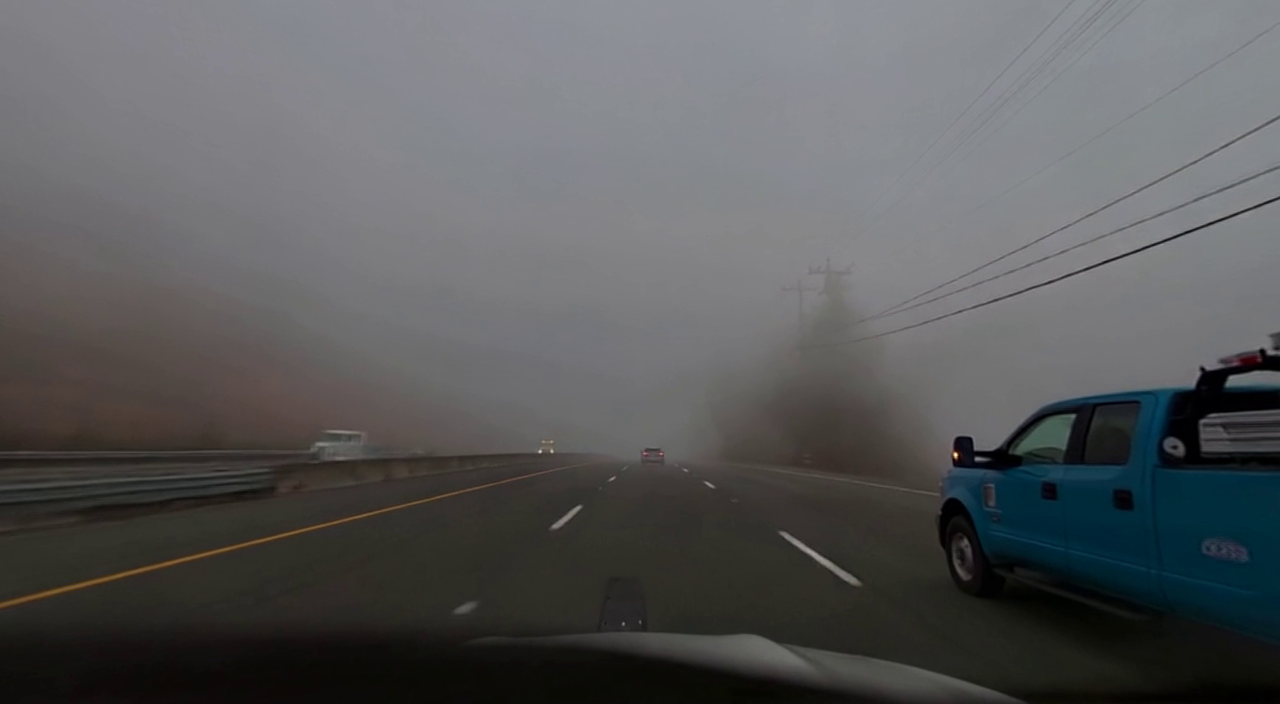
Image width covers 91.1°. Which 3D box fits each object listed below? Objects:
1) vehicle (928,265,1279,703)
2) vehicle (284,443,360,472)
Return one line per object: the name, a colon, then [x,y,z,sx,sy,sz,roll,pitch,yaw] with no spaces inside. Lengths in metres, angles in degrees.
vehicle: [4.064,0.756,2.753,2.538,2.228,6.370,0,-9,0]
vehicle: [-17.639,5.852,35.075,1.858,1.465,4.405,0,-9,1]
